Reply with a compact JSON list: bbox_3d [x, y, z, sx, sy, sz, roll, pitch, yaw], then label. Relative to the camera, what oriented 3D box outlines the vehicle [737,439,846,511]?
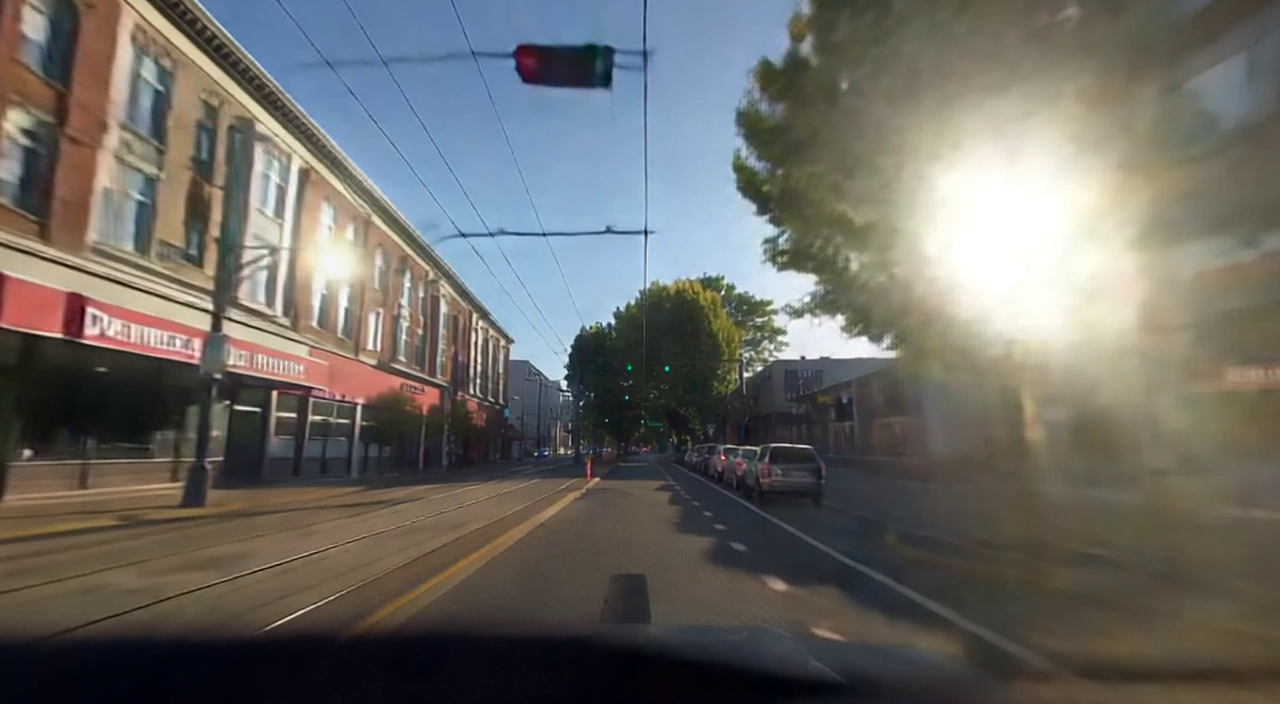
[{"bbox_3d":[3.593,2.964,15.632,1.819,1.546,3.681,0,-8,1],"label":"vehicle"}]
